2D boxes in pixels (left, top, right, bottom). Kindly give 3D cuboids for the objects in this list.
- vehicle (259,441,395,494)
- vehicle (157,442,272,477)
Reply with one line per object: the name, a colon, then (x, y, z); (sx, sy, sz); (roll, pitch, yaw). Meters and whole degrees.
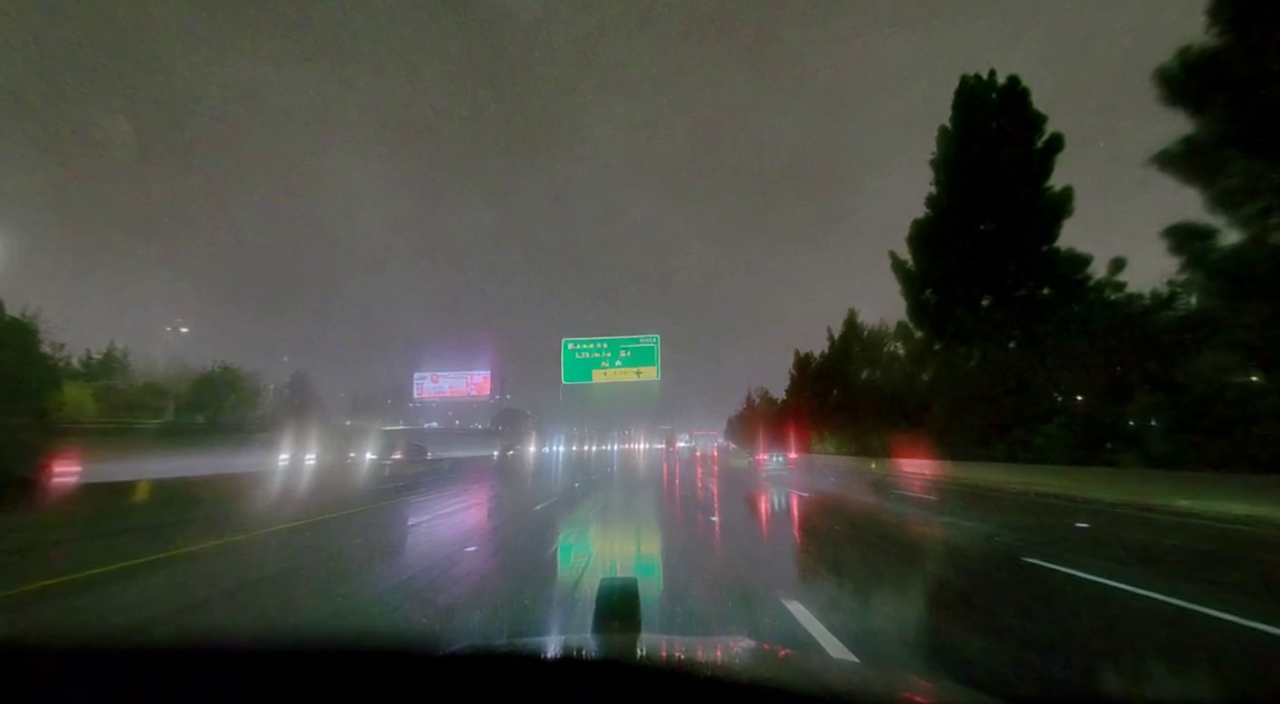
vehicle: (-9.574, 3.550, 19.820); (1.972, 1.469, 4.466); (0, -8, 0)
vehicle: (-19.342, 4.888, 29.026); (1.944, 1.464, 4.772); (0, -8, 0)
